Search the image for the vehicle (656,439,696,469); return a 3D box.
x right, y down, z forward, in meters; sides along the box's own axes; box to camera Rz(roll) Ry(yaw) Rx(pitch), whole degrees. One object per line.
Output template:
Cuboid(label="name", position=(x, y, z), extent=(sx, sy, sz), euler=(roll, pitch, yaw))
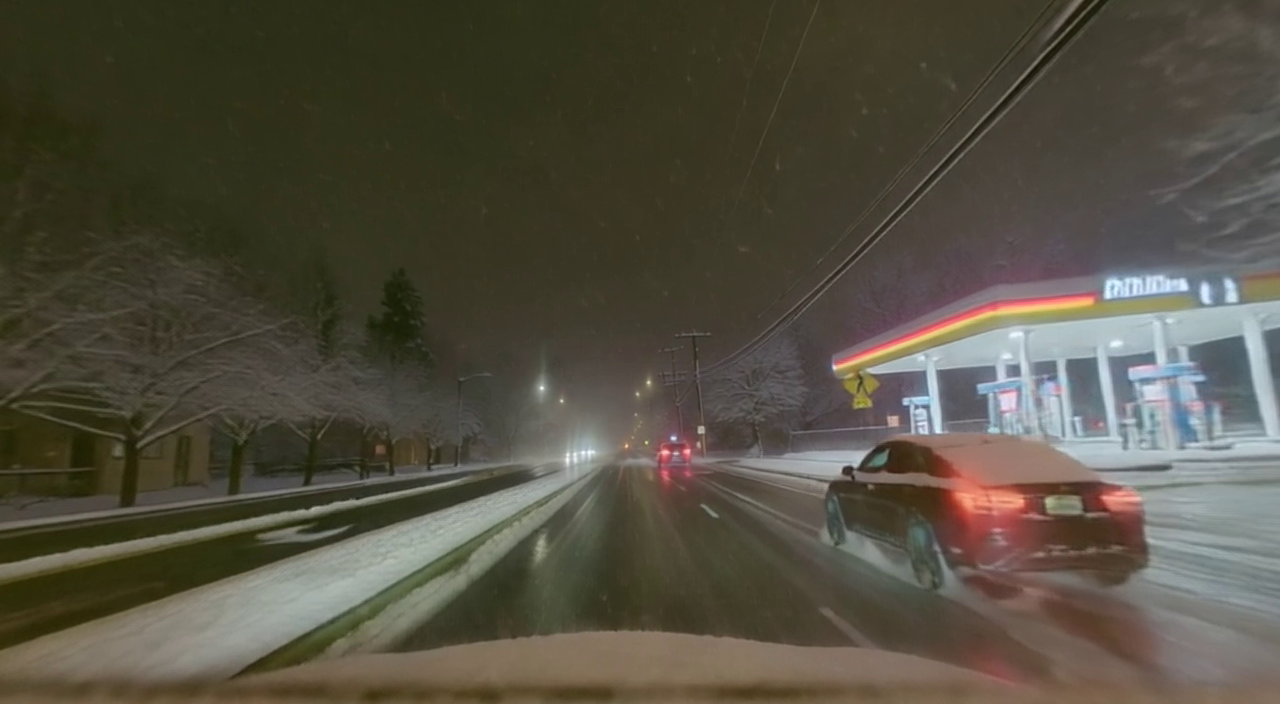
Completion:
Cuboid(label="vehicle", position=(2.273, 6.694, 41.541), extent=(2.115, 1.840, 4.777), euler=(0, -9, -3))

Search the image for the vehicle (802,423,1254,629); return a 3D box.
Cuboid(label="vehicle", position=(3.416, 1.597, 6.841), extent=(2.061, 1.475, 4.296), euler=(0, -9, -2))
